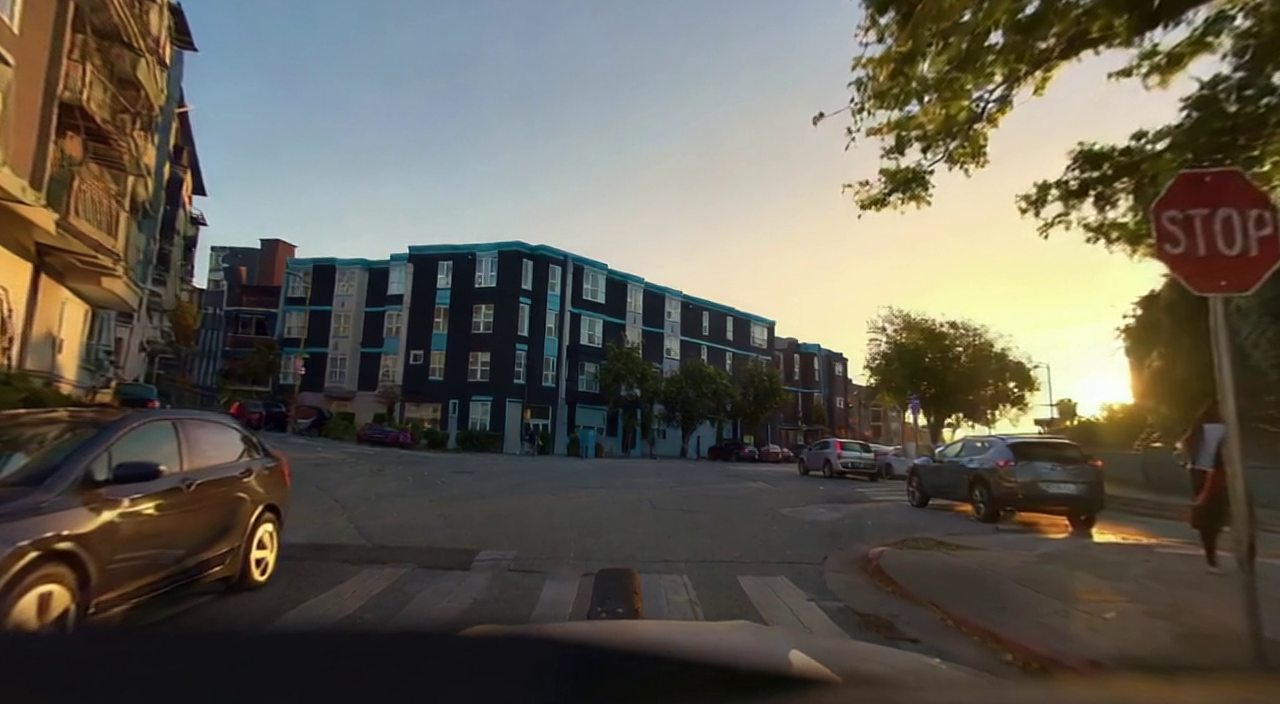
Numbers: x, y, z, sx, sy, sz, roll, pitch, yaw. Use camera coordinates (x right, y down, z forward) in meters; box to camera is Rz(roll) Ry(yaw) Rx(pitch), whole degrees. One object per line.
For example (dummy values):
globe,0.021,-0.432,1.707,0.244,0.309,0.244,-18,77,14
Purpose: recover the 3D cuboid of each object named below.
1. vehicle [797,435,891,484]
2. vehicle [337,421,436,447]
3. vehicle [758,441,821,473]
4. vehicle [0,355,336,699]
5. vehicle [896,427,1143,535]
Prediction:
vehicle,7.867,4.178,24.921,1.917,1.704,4.840,0,-9,-2
vehicle,-13.624,4.475,34.194,4.603,1.335,1.889,1,-9,-8
vehicle,7.884,5.564,33.738,2.122,1.554,4.777,0,-8,-1
vehicle,-4.564,1.146,4.915,2.285,1.712,5.200,1,-9,-6
vehicle,7.476,2.566,13.299,2.181,1.792,5.066,0,-8,2
